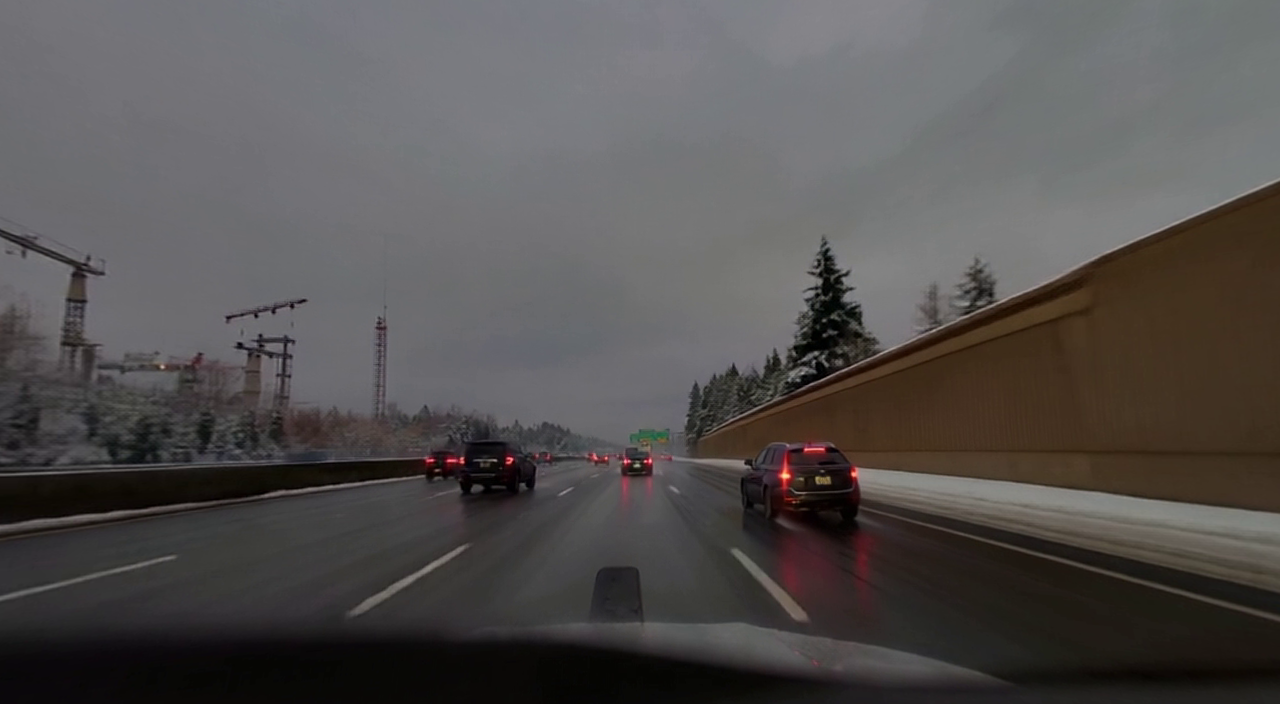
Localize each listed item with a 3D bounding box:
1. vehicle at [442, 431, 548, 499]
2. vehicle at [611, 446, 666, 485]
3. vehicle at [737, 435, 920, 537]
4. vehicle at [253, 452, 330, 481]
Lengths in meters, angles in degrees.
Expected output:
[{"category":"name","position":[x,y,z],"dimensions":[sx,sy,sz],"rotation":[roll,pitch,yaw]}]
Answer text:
[{"category":"vehicle","position":[-4.156,3.321,18.905],"dimensions":[2.121,1.775,4.335],"rotation":[0,-9,0]},{"category":"vehicle","position":[-0.088,4.572,25.751],"dimensions":[2.045,1.452,4.040],"rotation":[0,-9,-1]},{"category":"vehicle","position":[3.186,2.359,11.820],"dimensions":[1.917,1.507,4.540],"rotation":[0,-9,-2]},{"category":"vehicle","position":[-19.635,6.438,35.829],"dimensions":[1.800,1.474,4.377],"rotation":[0,-9,1]}]
